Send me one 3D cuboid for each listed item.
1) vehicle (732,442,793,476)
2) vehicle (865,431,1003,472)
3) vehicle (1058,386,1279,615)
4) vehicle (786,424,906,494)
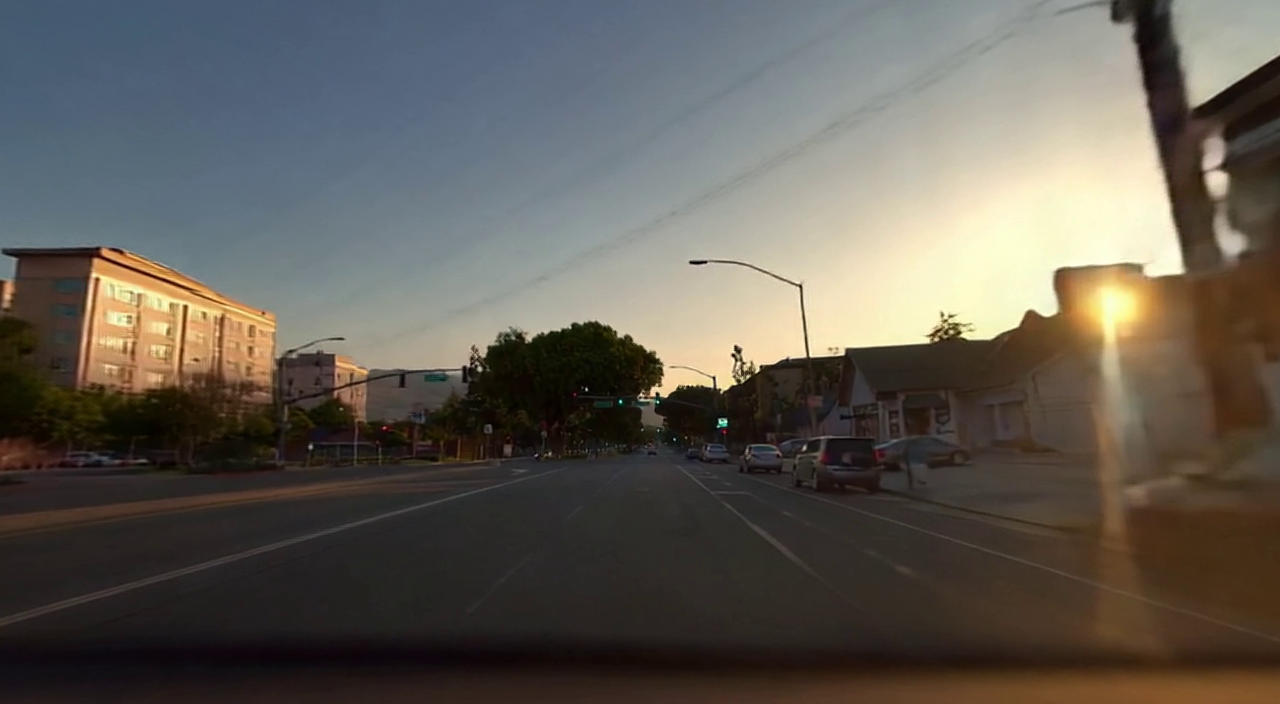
[{"bbox_3d":[6.089,5.374,31.878,2.057,1.541,4.735,0,-9,-1],"label":"vehicle"},{"bbox_3d":[11.648,3.971,25.206,4.532,1.528,1.929,0,-8,2],"label":"vehicle"},{"bbox_3d":[5.802,1.081,4.542,1.965,1.705,5.114,0,-9,-1],"label":"vehicle"},{"bbox_3d":[5.990,3.204,19.065,1.931,1.814,4.870,0,-9,0],"label":"vehicle"}]
